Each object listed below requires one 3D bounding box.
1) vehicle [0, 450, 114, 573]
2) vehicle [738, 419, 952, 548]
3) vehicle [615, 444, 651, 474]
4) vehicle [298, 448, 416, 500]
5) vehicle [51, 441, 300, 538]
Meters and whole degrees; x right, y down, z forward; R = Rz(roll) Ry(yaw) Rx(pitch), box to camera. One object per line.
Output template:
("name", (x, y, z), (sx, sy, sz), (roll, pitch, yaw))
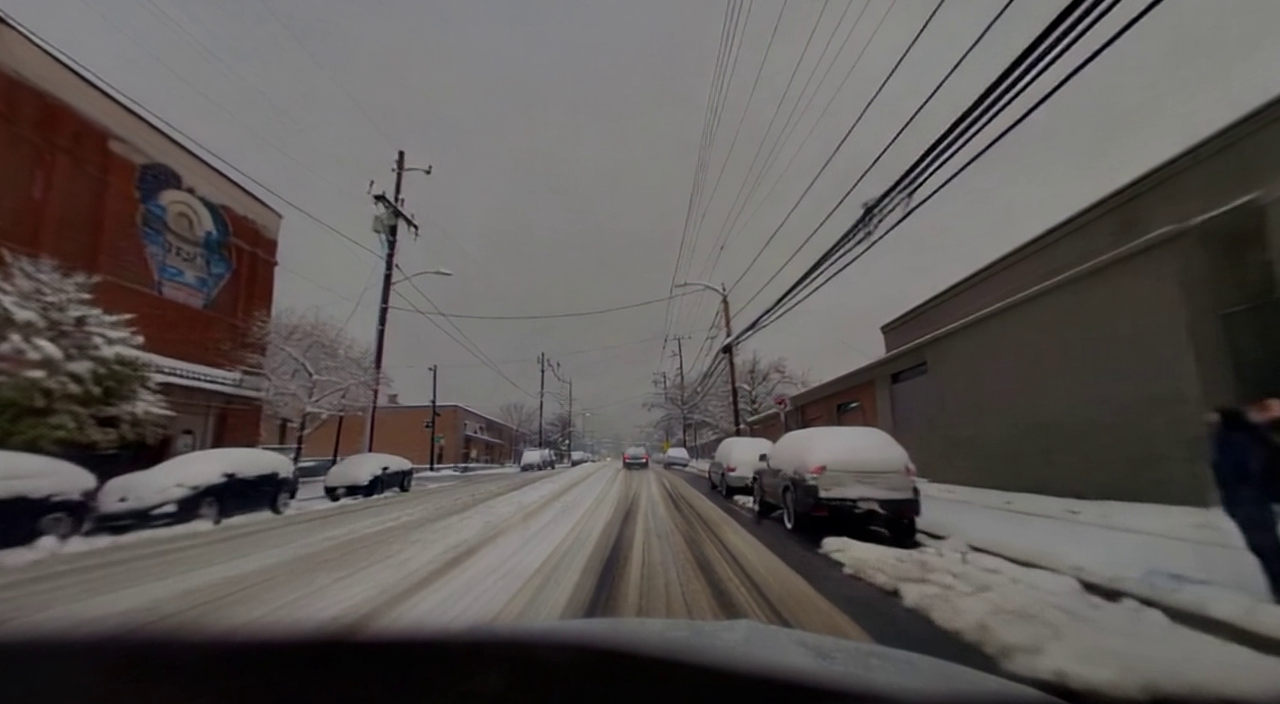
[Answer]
("vehicle", (-9.641, 2.153, 8.223), (1.935, 1.588, 4.192), (-1, -7, 1))
("vehicle", (3.210, 2.170, 11.155), (2.102, 1.765, 4.674), (0, -8, -1))
("vehicle", (-0.445, 6.792, 40.259), (2.190, 1.783, 4.048), (0, -8, 0))
("vehicle", (-10.053, 4.447, 22.933), (2.079, 1.550, 4.865), (-4, -11, 0))
("vehicle", (-10.130, 3.058, 14.461), (1.980, 1.676, 4.884), (-4, -10, 0))
